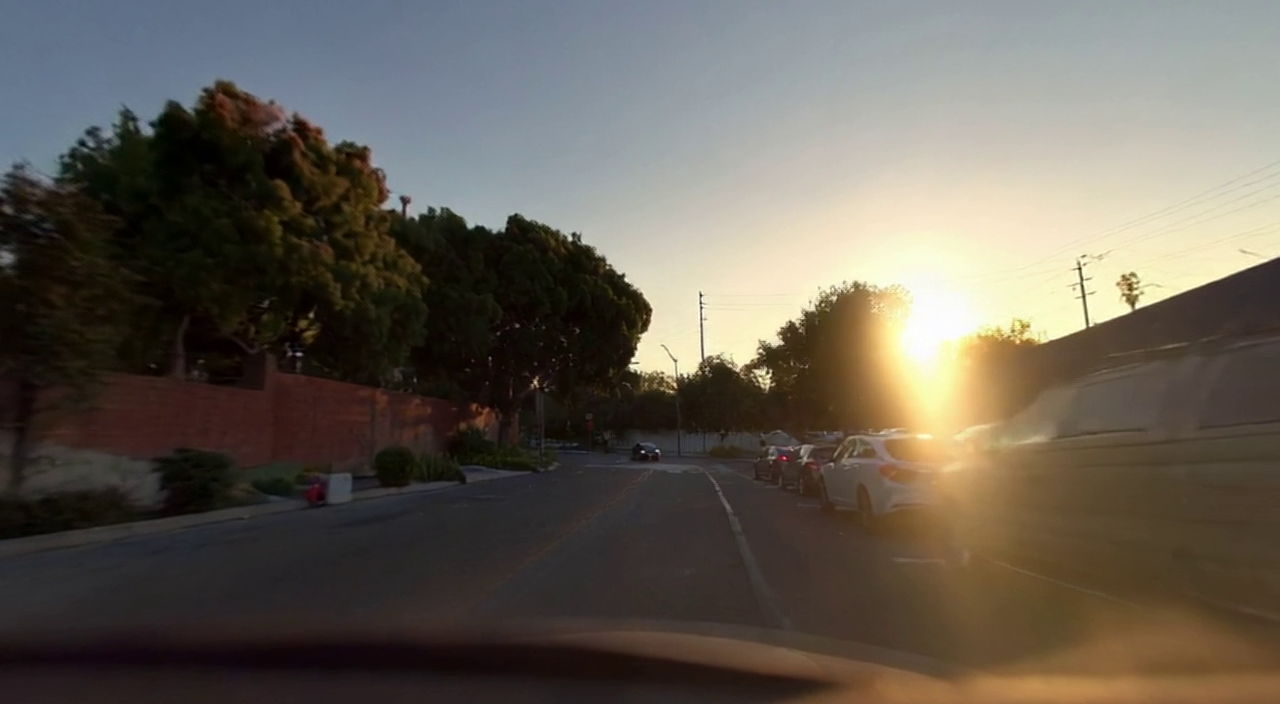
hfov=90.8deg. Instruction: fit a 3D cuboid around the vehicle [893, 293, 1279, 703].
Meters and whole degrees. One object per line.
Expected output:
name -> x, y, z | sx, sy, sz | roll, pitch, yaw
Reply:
vehicle -> 4.034, 0.961, 4.210 | 2.291, 1.981, 6.444 | 0, -9, 3
